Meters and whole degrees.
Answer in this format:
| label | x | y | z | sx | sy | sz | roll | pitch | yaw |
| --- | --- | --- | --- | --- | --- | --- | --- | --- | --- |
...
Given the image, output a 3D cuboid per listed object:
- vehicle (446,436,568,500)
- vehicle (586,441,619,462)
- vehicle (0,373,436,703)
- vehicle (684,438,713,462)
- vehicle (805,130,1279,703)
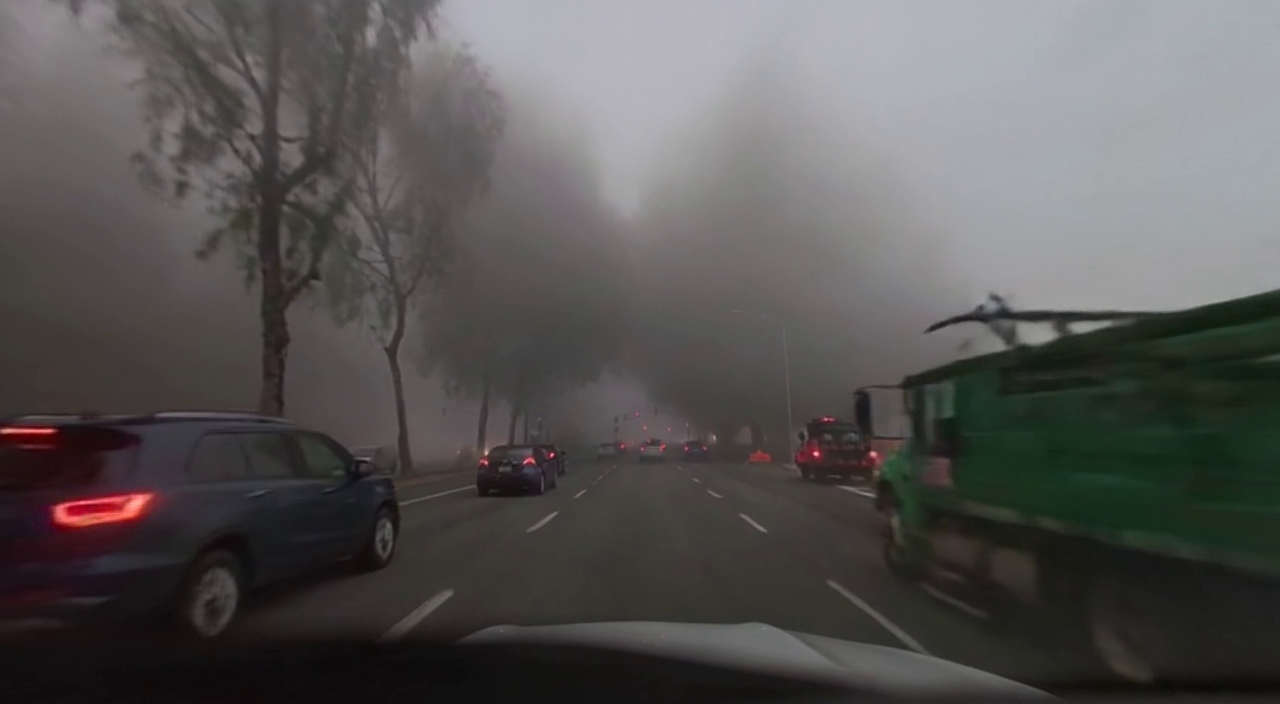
| label | x | y | z | sx | sy | sz | roll | pitch | yaw |
| --- | --- | --- | --- | --- | --- | --- | --- | --- | --- |
| vehicle | -3.375 | 3.055 | 17.069 | 2.107 | 1.482 | 4.674 | 0 | -8 | 2 |
| vehicle | -2.739 | 7.378 | 46.835 | 1.998 | 1.481 | 4.656 | 0 | -8 | 2 |
| vehicle | -3.545 | 1.266 | 5.436 | 2.038 | 1.682 | 4.399 | 0 | -8 | 1 |
| vehicle | 4.336 | 7.190 | 46.488 | 1.984 | 1.659 | 4.226 | -1 | -8 | 7 |
| vehicle | 3.695 | 0.726 | 4.396 | 2.760 | 2.465 | 7.936 | 0 | -8 | -1 |
